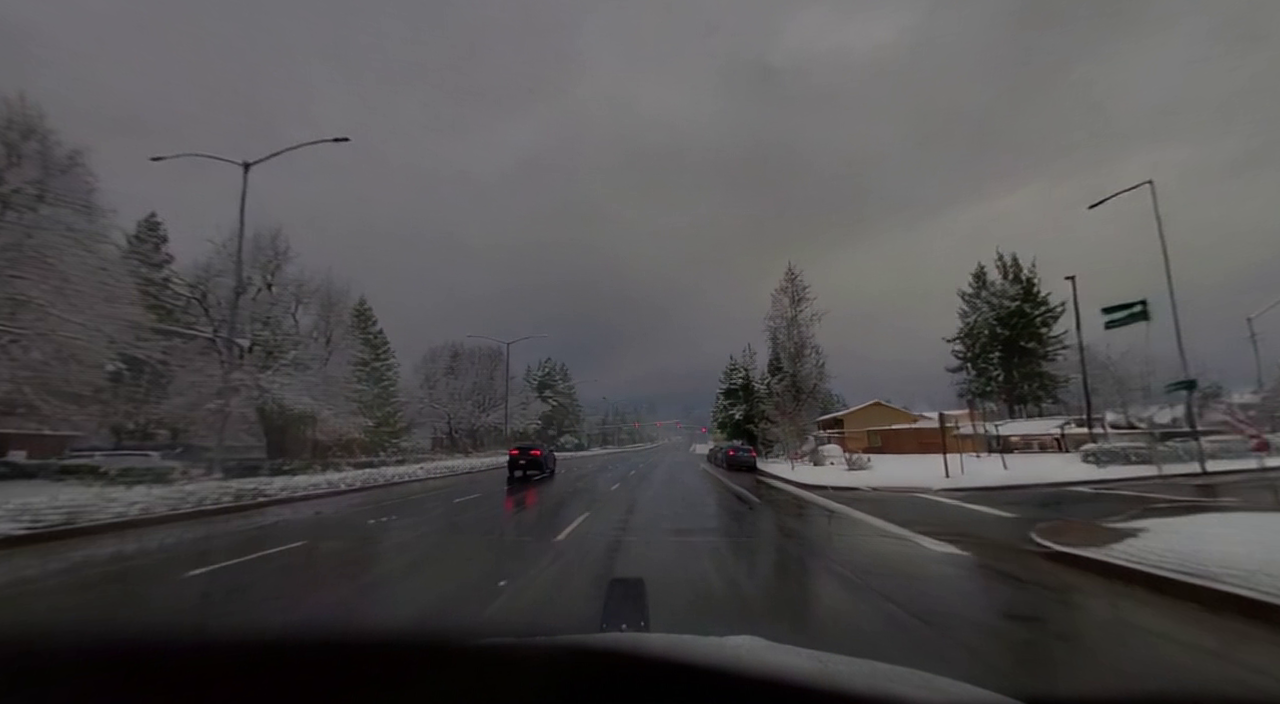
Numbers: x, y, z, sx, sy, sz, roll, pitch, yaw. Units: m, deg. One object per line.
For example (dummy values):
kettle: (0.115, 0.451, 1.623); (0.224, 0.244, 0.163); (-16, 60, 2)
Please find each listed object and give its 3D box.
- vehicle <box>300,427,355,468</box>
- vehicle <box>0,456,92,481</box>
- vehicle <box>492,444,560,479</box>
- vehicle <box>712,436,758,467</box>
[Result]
vehicle: (-22.503, 6.910, 45.678); (2.421, 2.746, 5.968); (2, -9, -16)
vehicle: (-36.535, 7.040, 38.081); (4.690, 1.435, 1.908); (2, -10, -8)
vehicle: (-5.127, 4.979, 29.081); (2.060, 1.473, 4.645); (0, -8, 3)
vehicle: (6.646, 7.059, 44.961); (2.695, 2.013, 6.661); (-1, -8, 4)
